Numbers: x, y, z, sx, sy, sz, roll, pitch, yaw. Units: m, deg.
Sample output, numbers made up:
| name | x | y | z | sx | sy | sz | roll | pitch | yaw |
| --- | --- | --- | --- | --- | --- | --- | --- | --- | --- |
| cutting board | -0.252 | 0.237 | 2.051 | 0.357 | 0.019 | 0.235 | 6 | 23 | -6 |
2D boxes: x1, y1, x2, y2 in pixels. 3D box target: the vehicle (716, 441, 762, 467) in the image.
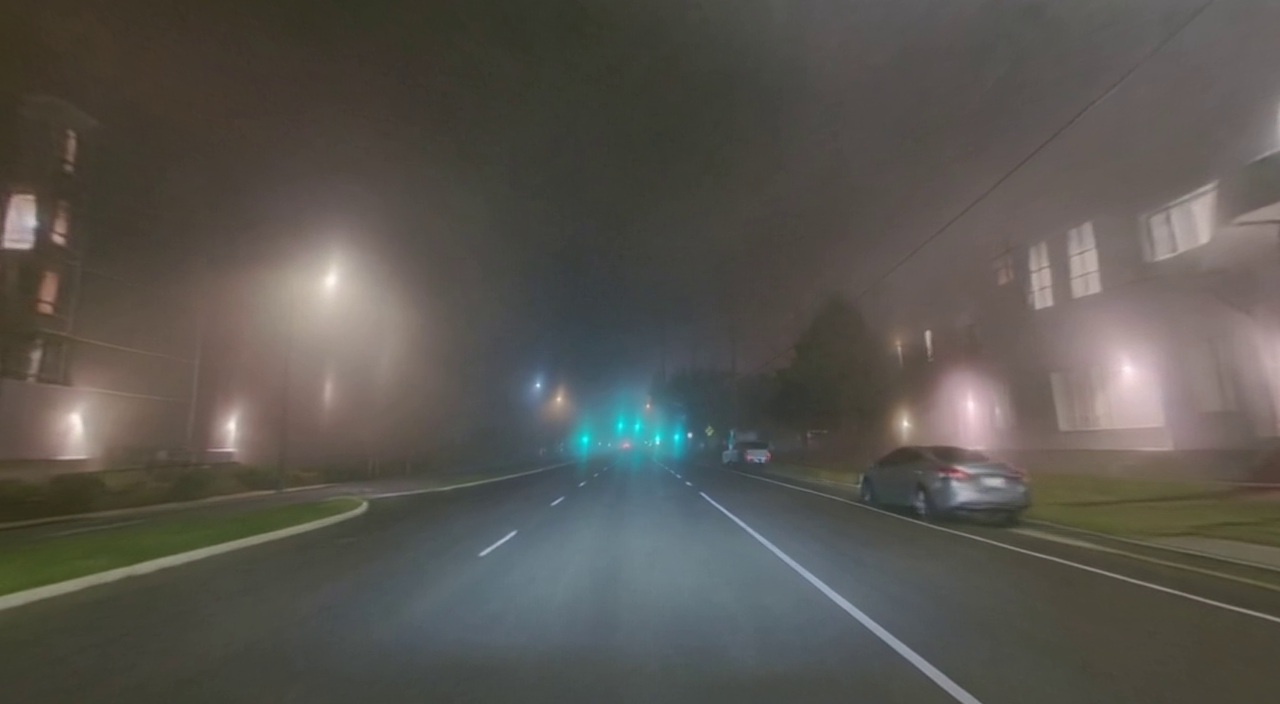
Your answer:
| name | x | y | z | sx | sy | sz | roll | pitch | yaw |
| --- | --- | --- | --- | --- | --- | --- | --- | --- | --- |
| vehicle | 6.214 | 6.448 | 40.220 | 1.948 | 1.526 | 4.518 | 0 | -8 | -3 |

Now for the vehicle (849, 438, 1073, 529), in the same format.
| name | x | y | z | sx | sy | sz | roll | pitch | yaw |
| --- | --- | --- | --- | --- | --- | --- | --- | --- | --- |
| vehicle | 6.148 | 2.545 | 12.952 | 1.944 | 1.478 | 4.885 | 0 | -8 | -1 |
